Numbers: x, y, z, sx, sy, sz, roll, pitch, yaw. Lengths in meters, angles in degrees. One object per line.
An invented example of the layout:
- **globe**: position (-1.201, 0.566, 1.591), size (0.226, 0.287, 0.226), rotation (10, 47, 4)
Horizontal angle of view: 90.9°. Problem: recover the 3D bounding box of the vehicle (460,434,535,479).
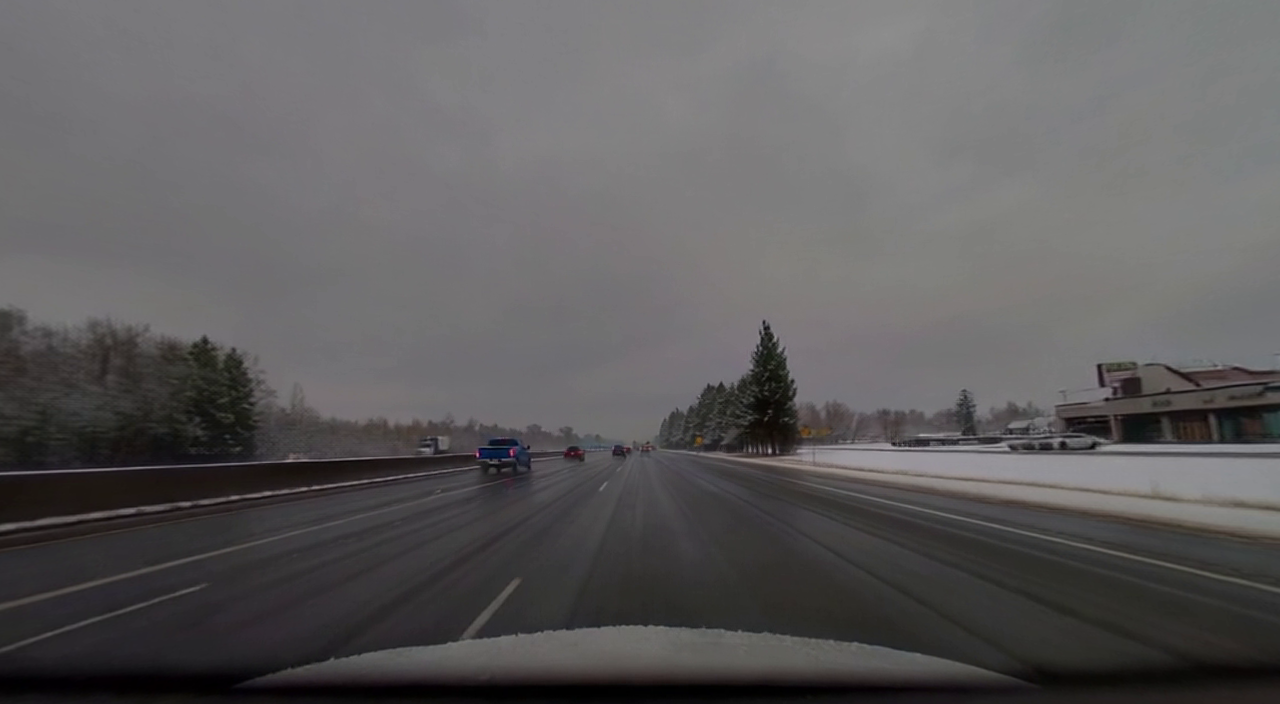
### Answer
- **vehicle**: position (-6.673, 5.001, 30.414), size (2.156, 1.911, 5.956), rotation (0, -9, 1)
